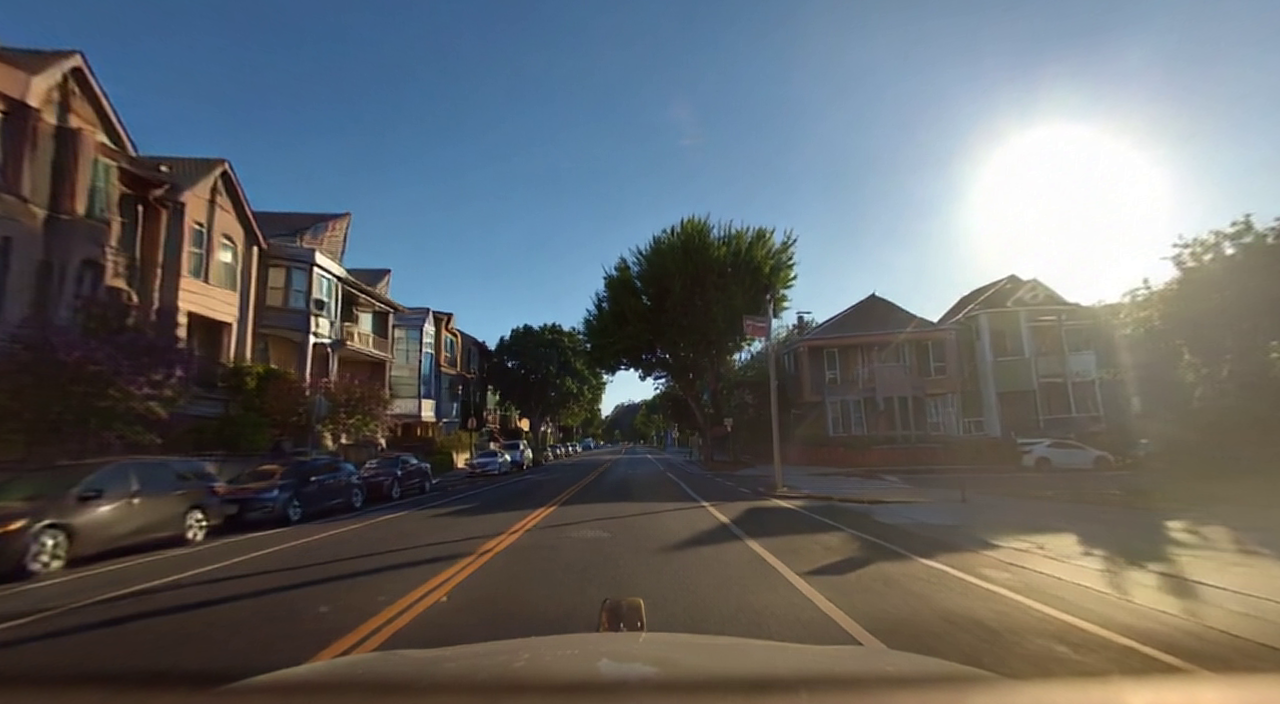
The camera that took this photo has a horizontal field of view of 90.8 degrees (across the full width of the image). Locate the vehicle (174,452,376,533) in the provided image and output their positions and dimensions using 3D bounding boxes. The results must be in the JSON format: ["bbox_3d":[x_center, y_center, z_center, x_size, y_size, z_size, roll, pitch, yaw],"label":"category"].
[{"bbox_3d":[-8.071,3.104,14.641,1.970,1.480,4.616,-1,-9,-1],"label":"vehicle"}]

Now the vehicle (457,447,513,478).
[{"bbox_3d":[-8.135,5.814,33.496,1.967,1.517,4.360,0,-9,-1],"label":"vehicle"}]

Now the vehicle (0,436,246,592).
[{"bbox_3d":[-8.041,2.133,9.133,1.919,1.698,4.328,-1,-9,-1],"label":"vehicle"}]

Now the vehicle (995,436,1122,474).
[{"bbox_3d":[20.092,4.971,30.498,4.568,1.727,2.199,0,-9,-2],"label":"vehicle"}]

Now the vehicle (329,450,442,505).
[{"bbox_3d":[-7.988,3.941,20.341,1.836,1.474,4.565,-2,-8,-1],"label":"vehicle"}]

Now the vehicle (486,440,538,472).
[{"bbox_3d":[-7.883,6.492,39.456,2.283,1.853,4.903,-1,-9,-1],"label":"vehicle"}]

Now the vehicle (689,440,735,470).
[{"bbox_3d":[4.258,6.173,38.003,2.034,1.674,4.271,0,-9,-3],"label":"vehicle"}]
